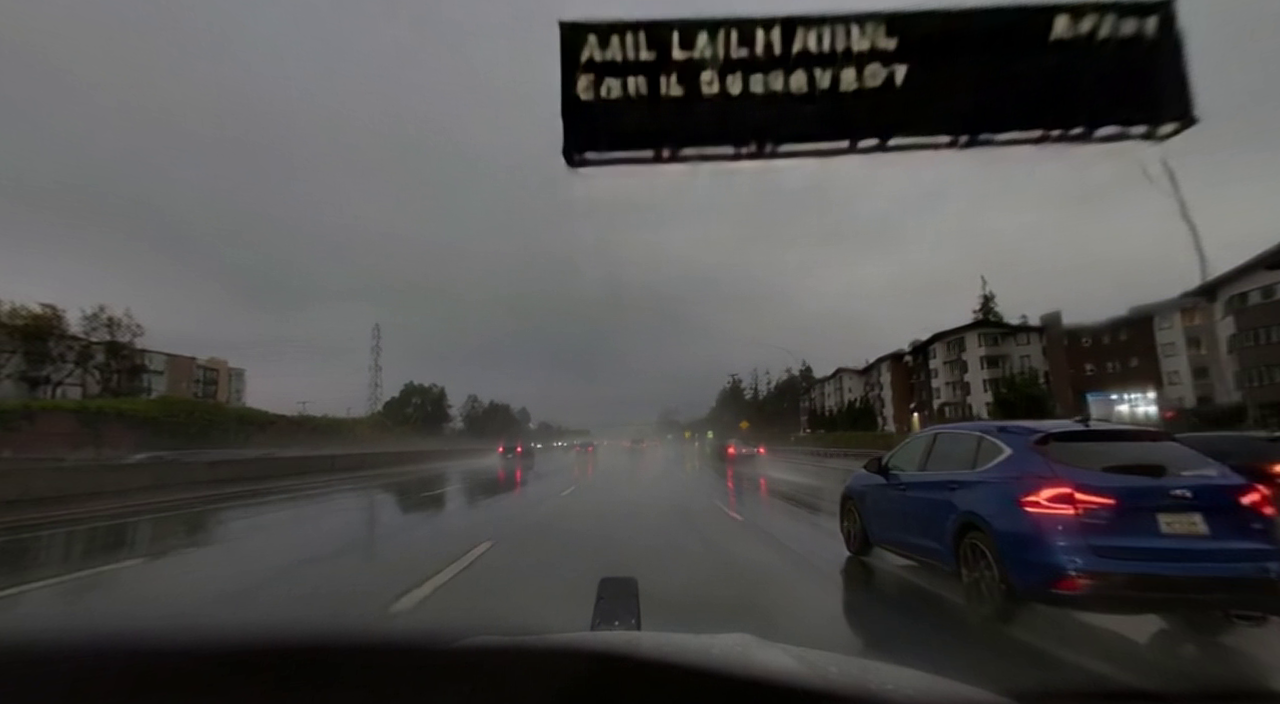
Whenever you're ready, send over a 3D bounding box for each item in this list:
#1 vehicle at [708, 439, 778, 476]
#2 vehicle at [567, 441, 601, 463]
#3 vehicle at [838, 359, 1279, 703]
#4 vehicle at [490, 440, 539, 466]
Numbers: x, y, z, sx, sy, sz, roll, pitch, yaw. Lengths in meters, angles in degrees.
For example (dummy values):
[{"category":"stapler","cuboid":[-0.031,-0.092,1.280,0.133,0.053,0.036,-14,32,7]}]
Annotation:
[{"category":"vehicle","cuboid":[4.338,4.520,27.252,2.061,1.459,4.273,0,-8,-3]},{"category":"vehicle","cuboid":[-3.773,6.824,43.228,2.002,1.466,4.378,0,-8,0]},{"category":"vehicle","cuboid":[3.427,1.188,5.251,2.080,1.694,4.286,0,-8,-1]},{"category":"vehicle","cuboid":[-7.572,6.144,38.569,2.021,1.496,4.495,0,-8,1]}]
